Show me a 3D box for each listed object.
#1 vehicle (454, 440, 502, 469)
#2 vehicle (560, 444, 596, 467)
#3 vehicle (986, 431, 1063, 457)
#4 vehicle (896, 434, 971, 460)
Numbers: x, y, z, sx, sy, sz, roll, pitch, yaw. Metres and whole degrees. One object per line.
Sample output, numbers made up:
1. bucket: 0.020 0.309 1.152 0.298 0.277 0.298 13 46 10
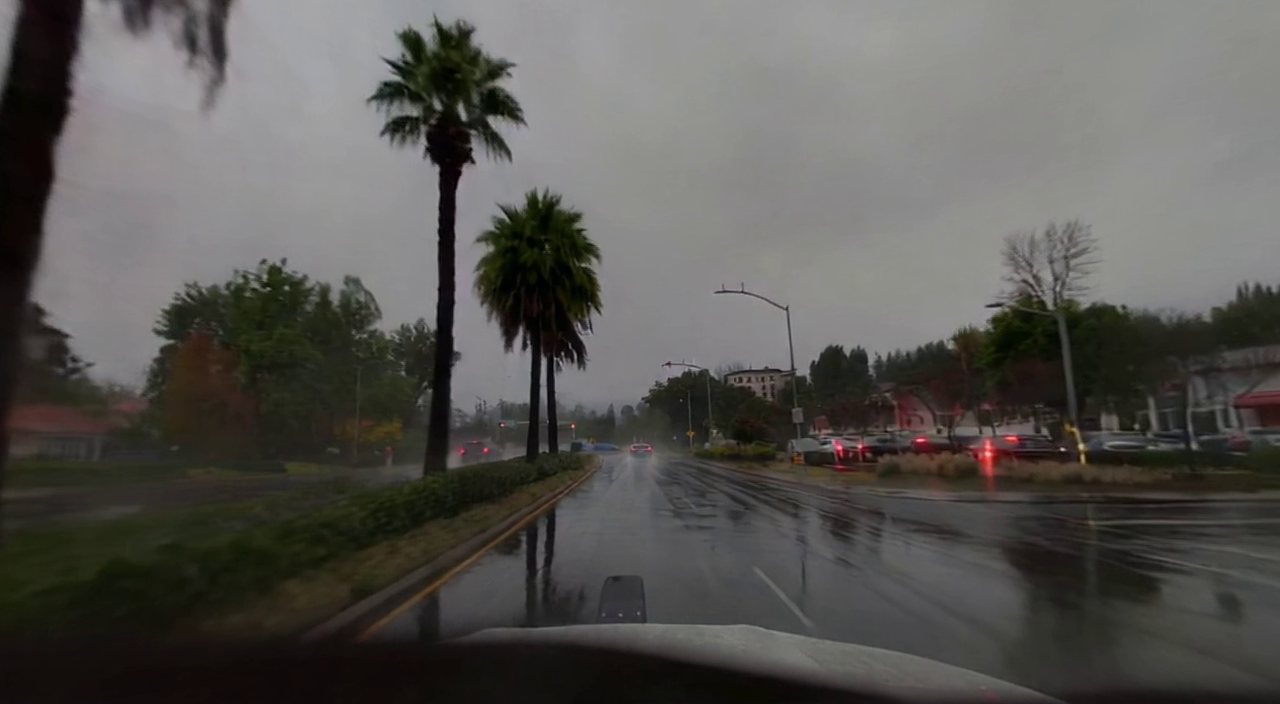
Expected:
1. vehicle: -10.447 6.606 40.985 2.022 1.746 4.406 0 -9 -1
2. vehicle: -4.181 7.032 43.202 2.181 1.483 4.123 0 -9 -1
3. vehicle: 26.563 6.400 43.866 4.294 1.705 2.233 -5 -10 27
4. vehicle: 20.258 6.590 43.687 4.548 1.741 1.971 -4 -10 26
